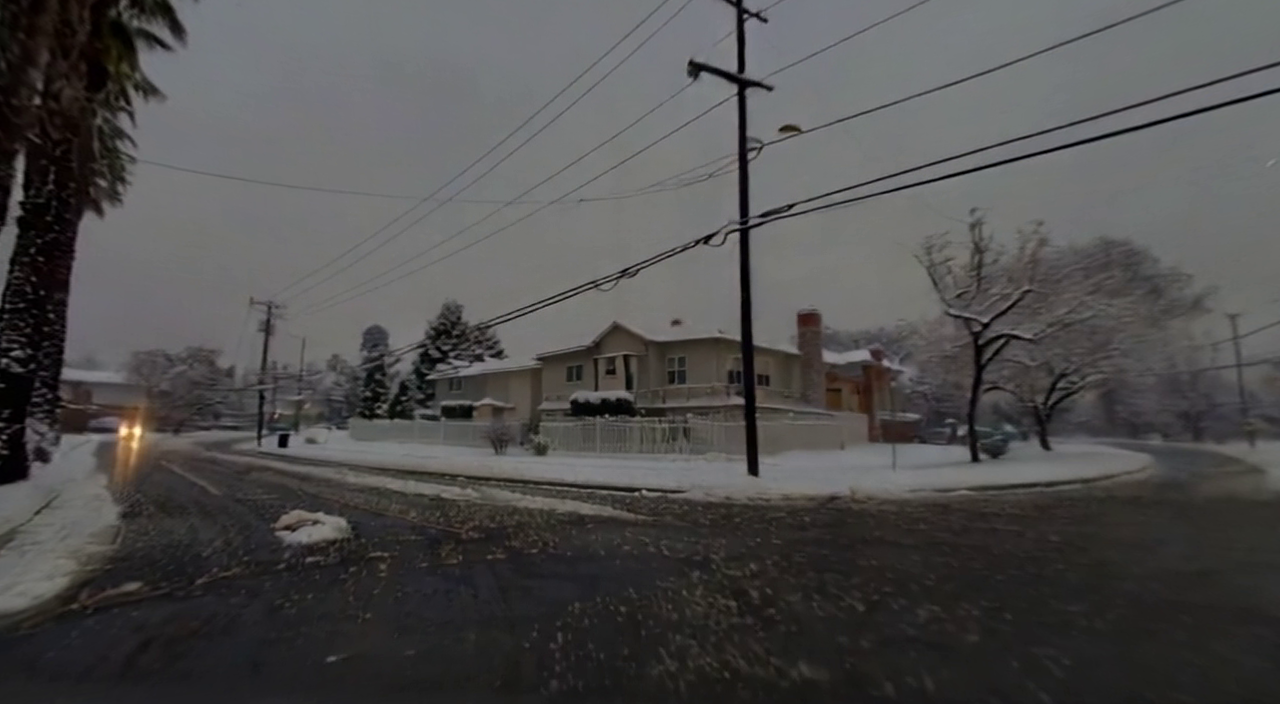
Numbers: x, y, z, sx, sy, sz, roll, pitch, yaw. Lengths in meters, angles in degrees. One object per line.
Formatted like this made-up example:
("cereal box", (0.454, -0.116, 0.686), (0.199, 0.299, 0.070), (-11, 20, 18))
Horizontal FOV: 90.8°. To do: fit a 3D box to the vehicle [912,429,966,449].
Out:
("vehicle", (23.405, 6.819, 49.476), (3.581, 1.474, 1.702), (-4, -9, 34))
